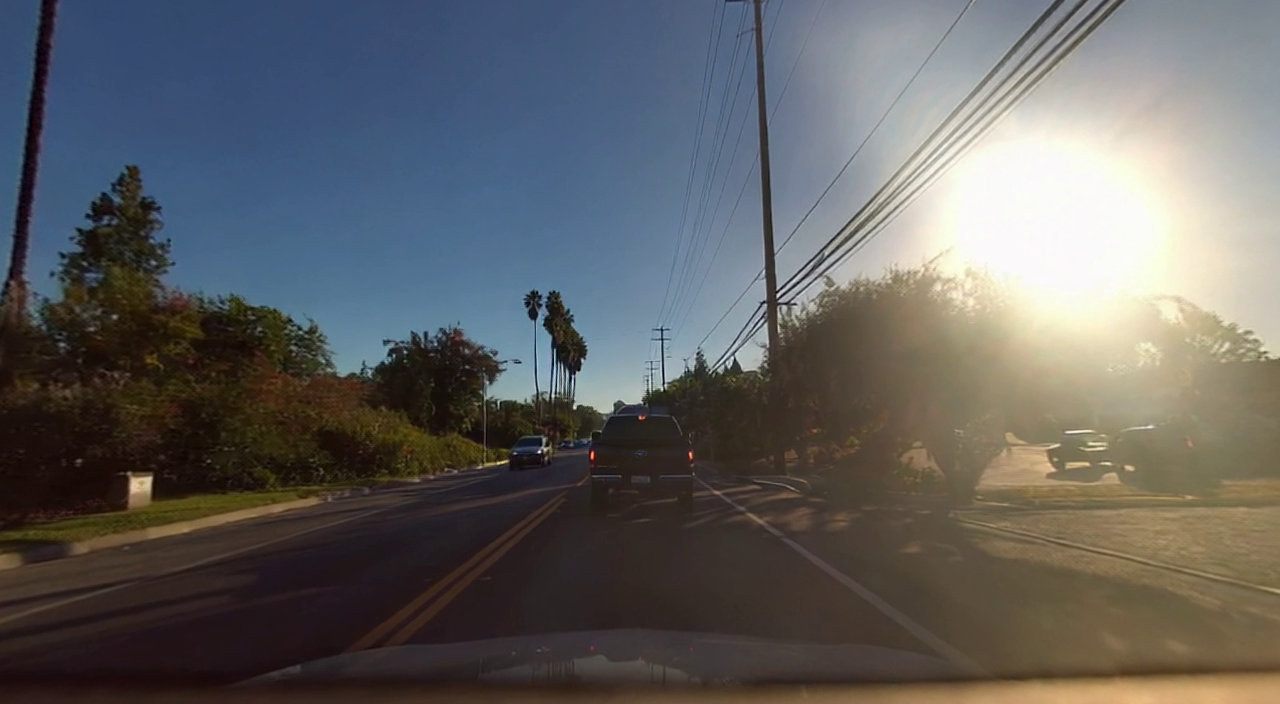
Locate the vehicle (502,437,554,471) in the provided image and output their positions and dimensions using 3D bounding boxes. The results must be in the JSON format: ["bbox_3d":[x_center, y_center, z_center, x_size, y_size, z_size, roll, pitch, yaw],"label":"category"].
[{"bbox_3d":[-5.897,5.426,33.825,2.140,1.706,4.229,0,-8,-2],"label":"vehicle"}]

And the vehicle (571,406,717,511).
[{"bbox_3d":[0.008,2.518,15.419,2.848,2.047,5.885,0,-8,-1],"label":"vehicle"}]

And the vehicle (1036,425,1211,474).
[{"bbox_3d":[20.323,4.163,27.106,2.277,1.836,6.267,0,-9,-4],"label":"vehicle"}]
